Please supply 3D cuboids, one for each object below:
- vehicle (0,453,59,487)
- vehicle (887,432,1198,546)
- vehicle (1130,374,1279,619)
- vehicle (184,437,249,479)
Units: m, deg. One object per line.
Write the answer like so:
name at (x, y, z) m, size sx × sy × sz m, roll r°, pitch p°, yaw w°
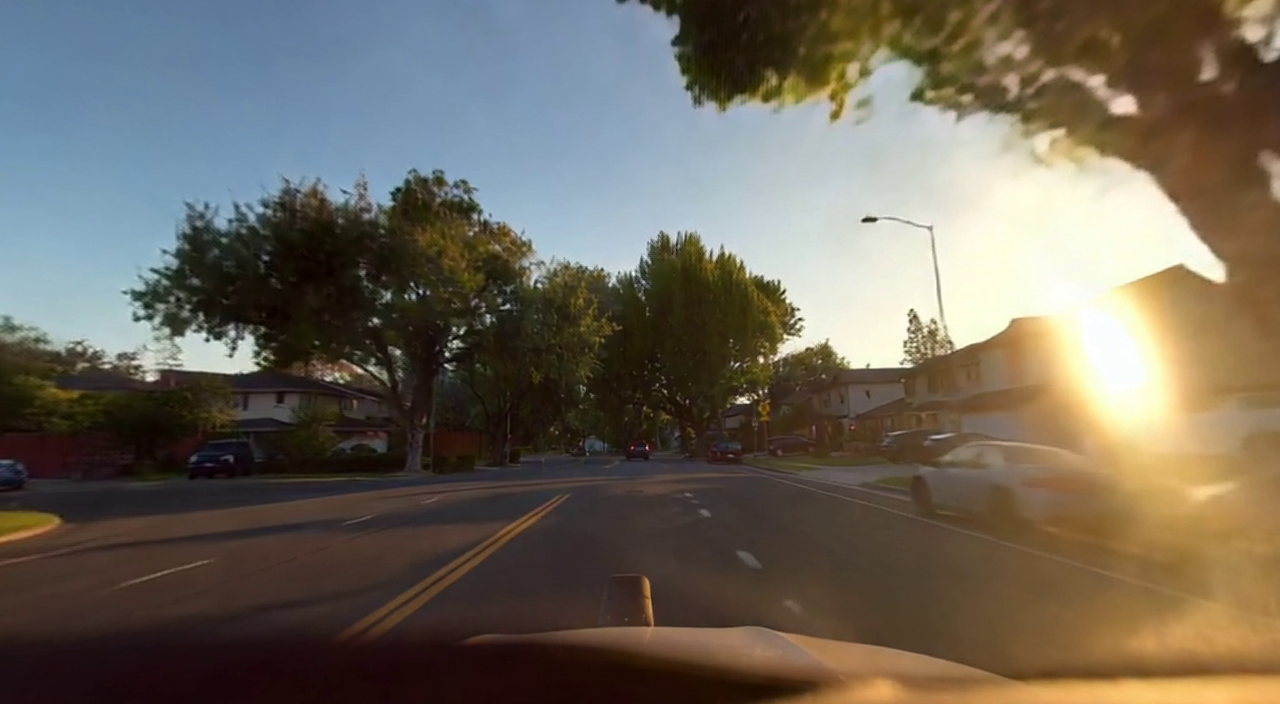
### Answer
vehicle at (-31.450, 5.868, 31.622) m, size 1.866 × 1.484 × 4.553 m, roll 4°, pitch -9°, yaw -24°
vehicle at (6.387, 2.200, 10.951) m, size 2.235 × 1.515 × 4.782 m, roll 0°, pitch -8°, yaw 0°
vehicle at (6.511, 0.936, 3.544) m, size 2.878 × 1.927 × 5.774 m, roll 0°, pitch -8°, yaw 0°
vehicle at (-23.457, 5.827, 35.079) m, size 2.083 × 2.113 × 4.490 m, roll 3°, pitch -9°, yaw -23°
